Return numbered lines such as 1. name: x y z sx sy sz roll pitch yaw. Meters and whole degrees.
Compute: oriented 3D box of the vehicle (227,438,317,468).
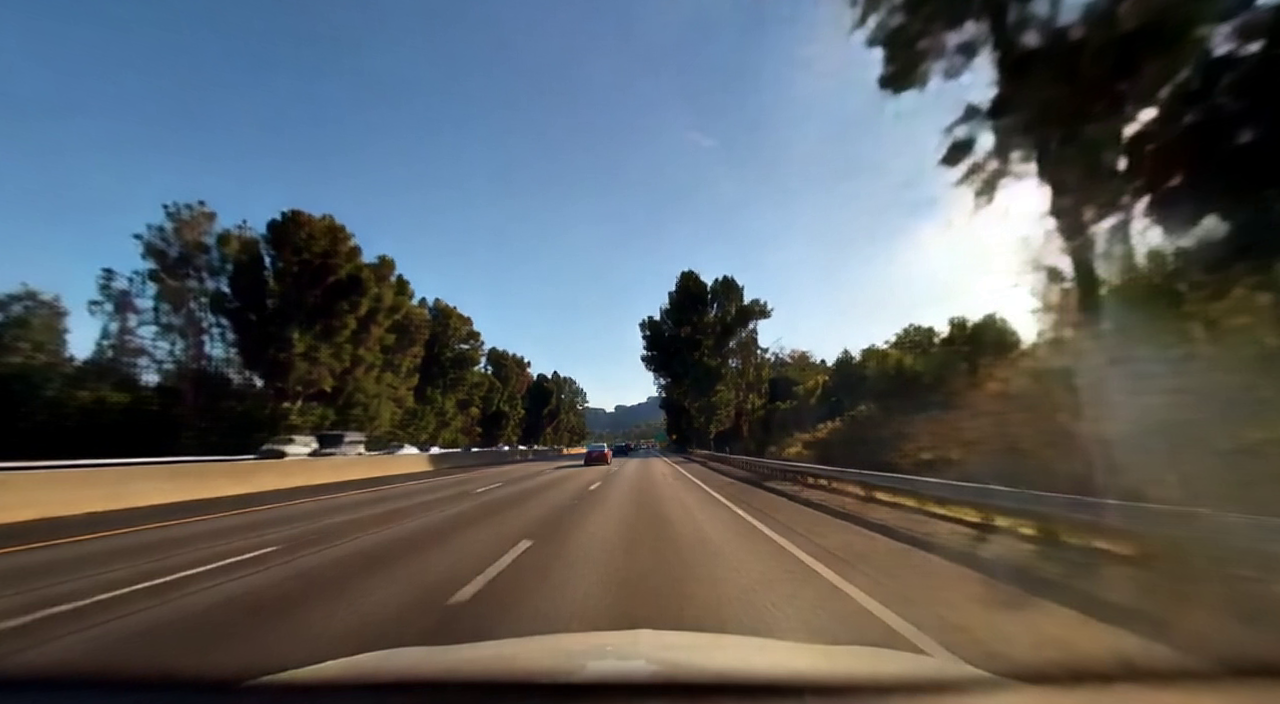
1. vehicle: -25.336 6.956 43.770 2.367 1.952 6.285 0 -8 1
